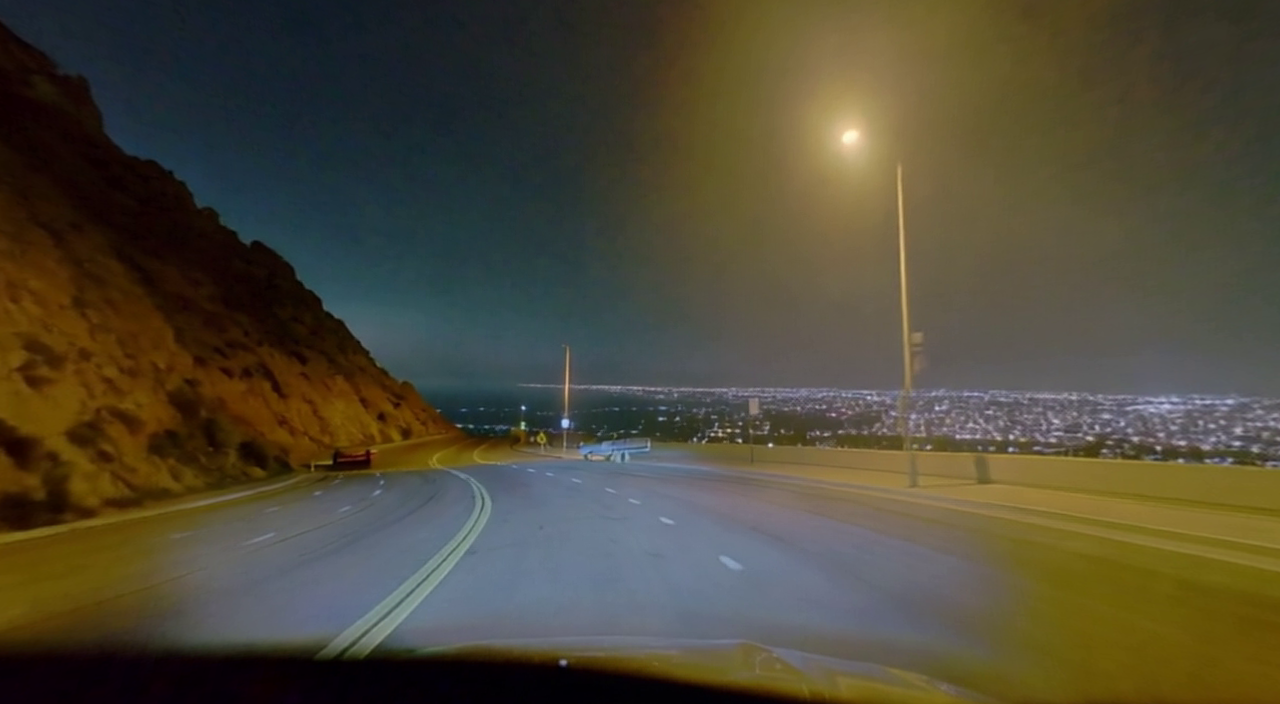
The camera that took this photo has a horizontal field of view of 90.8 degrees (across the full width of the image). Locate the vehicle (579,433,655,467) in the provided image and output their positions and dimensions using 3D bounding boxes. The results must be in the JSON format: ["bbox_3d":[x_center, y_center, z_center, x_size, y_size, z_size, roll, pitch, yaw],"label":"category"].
[{"bbox_3d":[-1.144,5.208,33.601,2.064,1.667,4.453,-5,-10,27],"label":"vehicle"}]
